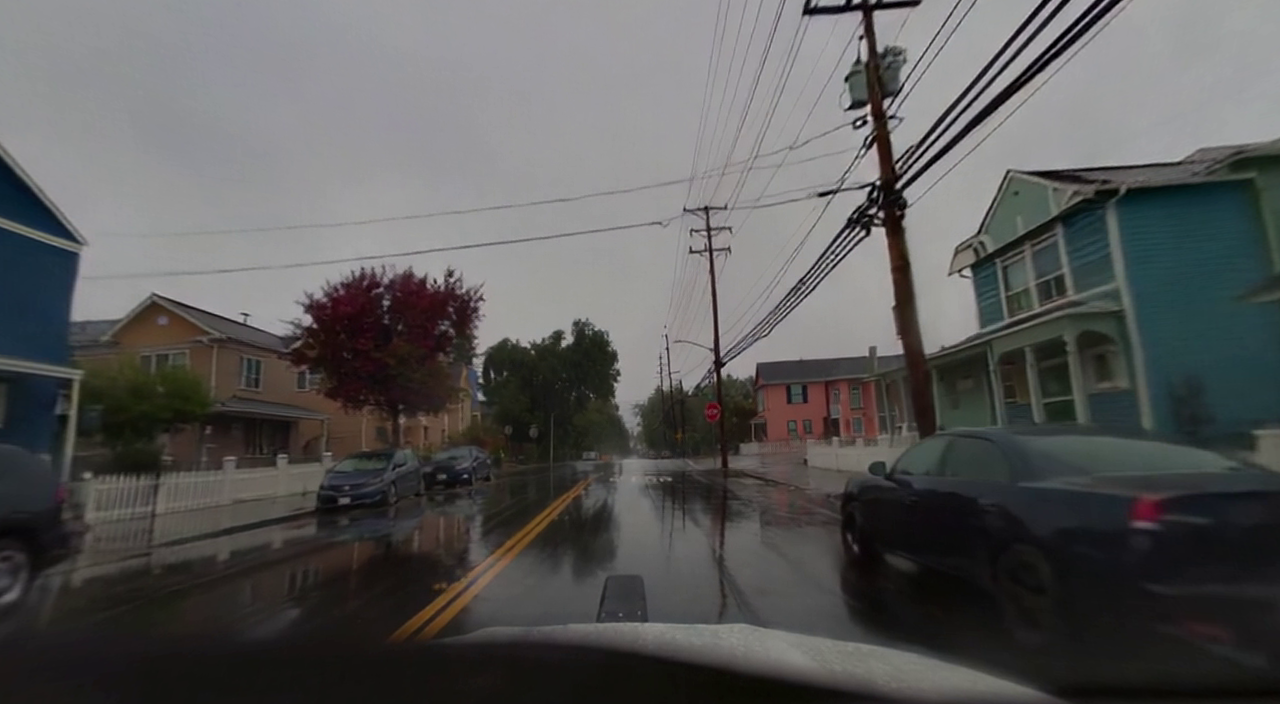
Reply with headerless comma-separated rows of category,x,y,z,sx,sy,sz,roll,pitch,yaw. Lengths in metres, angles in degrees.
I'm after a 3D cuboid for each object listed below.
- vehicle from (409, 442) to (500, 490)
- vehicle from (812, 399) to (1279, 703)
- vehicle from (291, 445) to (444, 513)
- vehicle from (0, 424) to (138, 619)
vehicle,-6.698,4.133,23.302,2.026,1.560,4.062,-1,-8,1
vehicle,3.334,1.397,5.860,1.963,1.536,5.446,0,-8,0
vehicle,-6.870,3.213,16.564,2.056,1.481,4.451,0,-8,0
vehicle,-6.584,1.381,4.752,1.896,1.703,4.586,0,-8,-1
